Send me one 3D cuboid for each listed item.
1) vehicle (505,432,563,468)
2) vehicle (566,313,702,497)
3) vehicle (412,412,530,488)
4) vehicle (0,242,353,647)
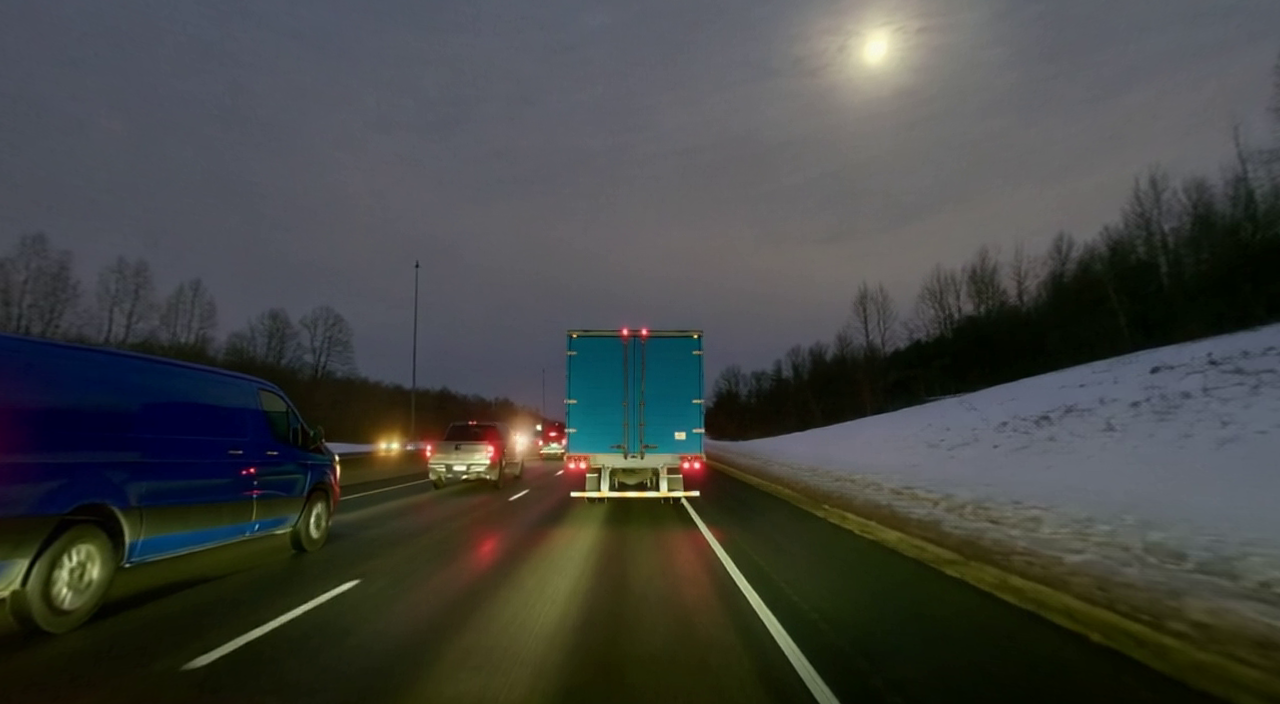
[{"bbox_3d":[-4.869,4.521,29.420,1.931,1.539,4.441,0,-8,0],"label":"vehicle"},{"bbox_3d":[-0.221,1.805,18.864,2.953,4.041,10.072,0,-8,-1],"label":"vehicle"},{"bbox_3d":[-4.885,2.916,19.095,2.168,1.985,4.952,0,-8,0],"label":"vehicle"},{"bbox_3d":[-5.267,0.860,6.012,2.478,2.515,5.438,0,-8,-1],"label":"vehicle"}]
